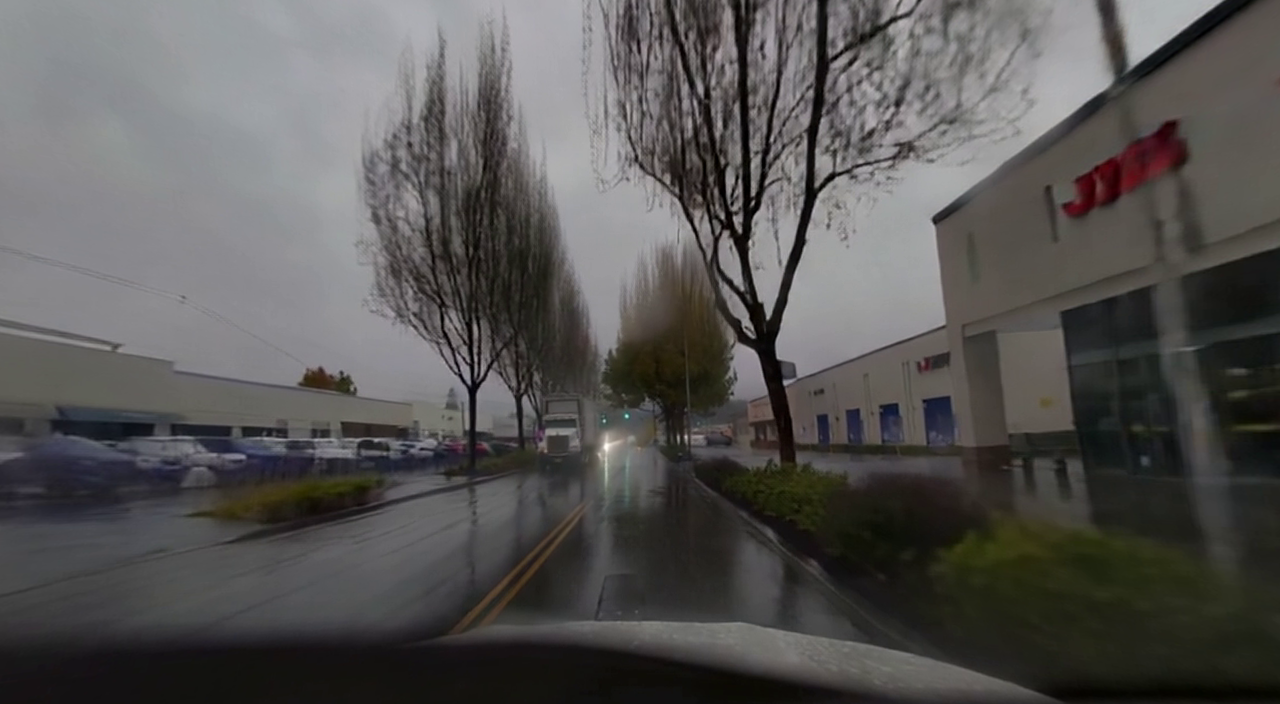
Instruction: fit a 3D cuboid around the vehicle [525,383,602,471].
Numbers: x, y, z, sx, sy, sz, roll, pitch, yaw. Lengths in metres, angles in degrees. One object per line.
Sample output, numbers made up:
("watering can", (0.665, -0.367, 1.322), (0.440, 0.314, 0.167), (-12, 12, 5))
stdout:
("vehicle", (-4.561, 5.047, 41.611), (2.976, 4.754, 15.127), (0, -7, 1))
